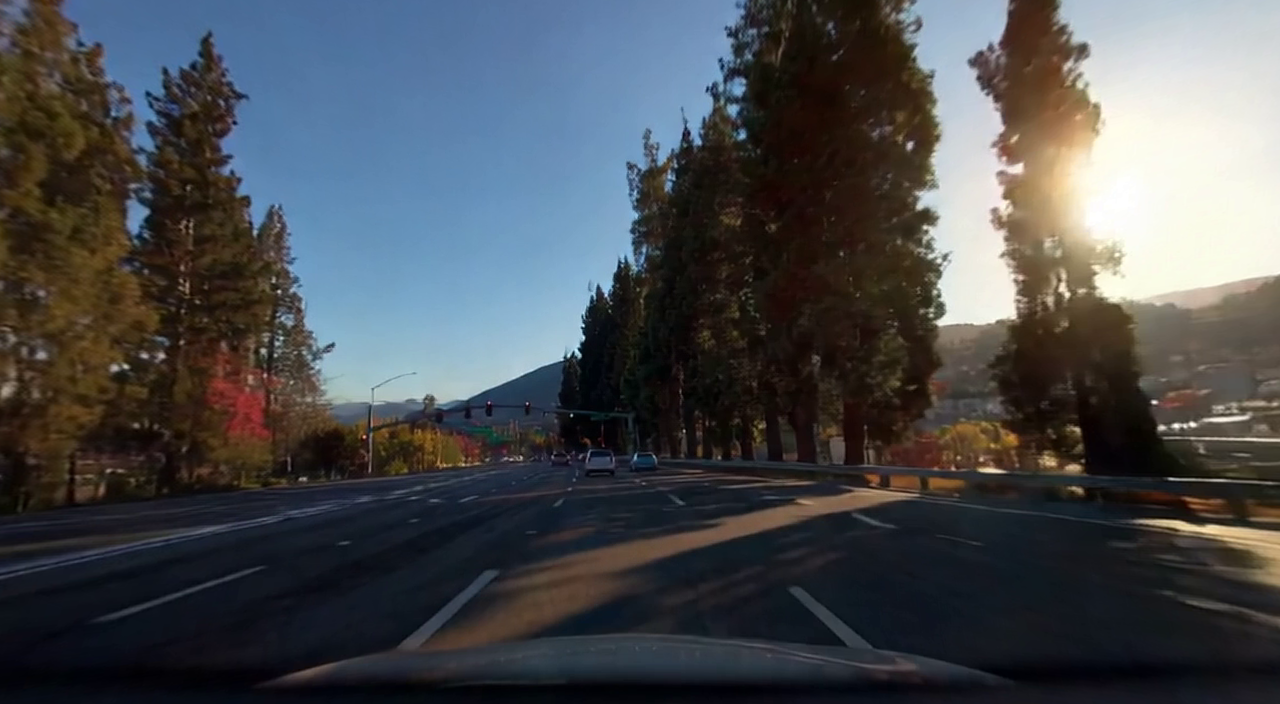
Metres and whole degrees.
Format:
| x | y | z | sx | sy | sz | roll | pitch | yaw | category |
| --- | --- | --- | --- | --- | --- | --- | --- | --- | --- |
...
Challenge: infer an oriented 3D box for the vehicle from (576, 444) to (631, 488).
| x | y | z | sx | sy | sz | roll | pitch | yaw | category |
| --- | --- | --- | --- | --- | --- | --- | --- | --- | --- |
| -1.680 | 5.037 | 28.208 | 2.253 | 1.756 | 4.313 | 1 | -9 | -5 | vehicle |
